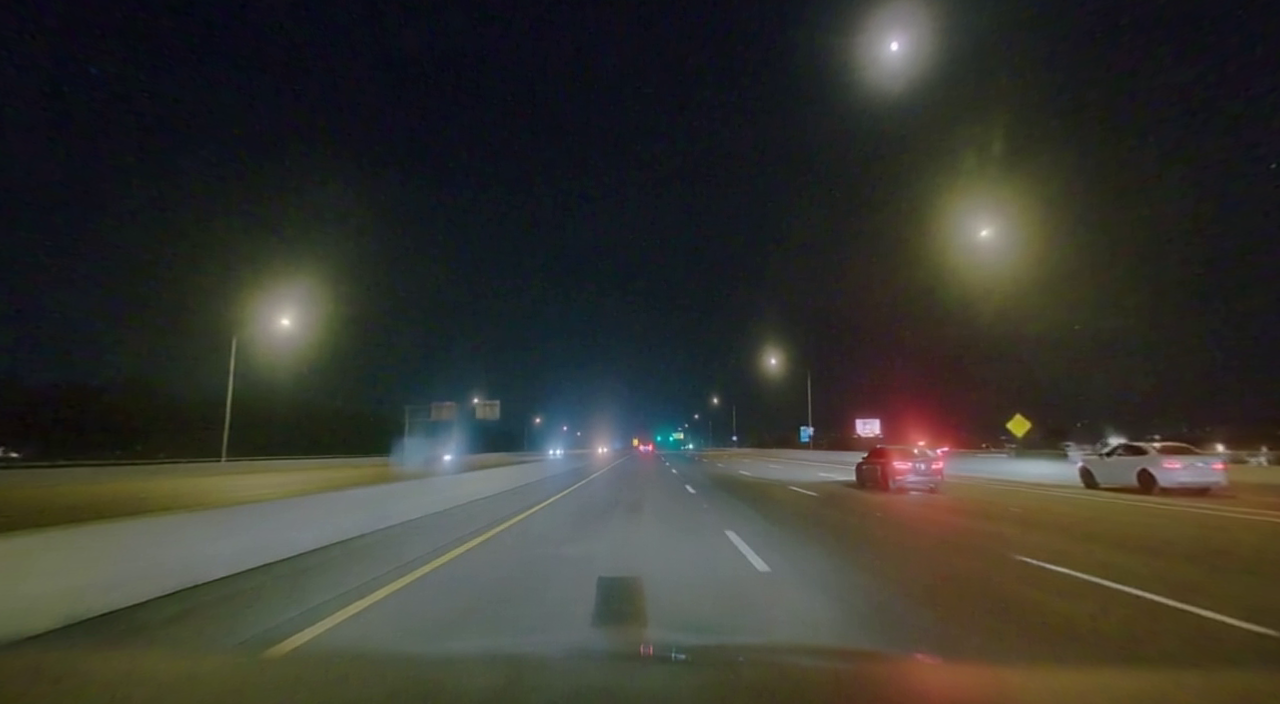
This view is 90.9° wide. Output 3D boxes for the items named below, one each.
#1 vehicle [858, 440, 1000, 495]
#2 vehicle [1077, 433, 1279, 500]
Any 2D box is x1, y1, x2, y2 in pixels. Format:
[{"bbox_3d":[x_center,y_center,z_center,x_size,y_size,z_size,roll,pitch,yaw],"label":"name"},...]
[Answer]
[{"bbox_3d":[8.883,3.577,19.972,2.093,1.525,4.865,0,-9,-1],"label":"vehicle"},{"bbox_3d":[15.376,3.231,18.226,2.116,1.674,4.566,0,-9,-1],"label":"vehicle"}]
